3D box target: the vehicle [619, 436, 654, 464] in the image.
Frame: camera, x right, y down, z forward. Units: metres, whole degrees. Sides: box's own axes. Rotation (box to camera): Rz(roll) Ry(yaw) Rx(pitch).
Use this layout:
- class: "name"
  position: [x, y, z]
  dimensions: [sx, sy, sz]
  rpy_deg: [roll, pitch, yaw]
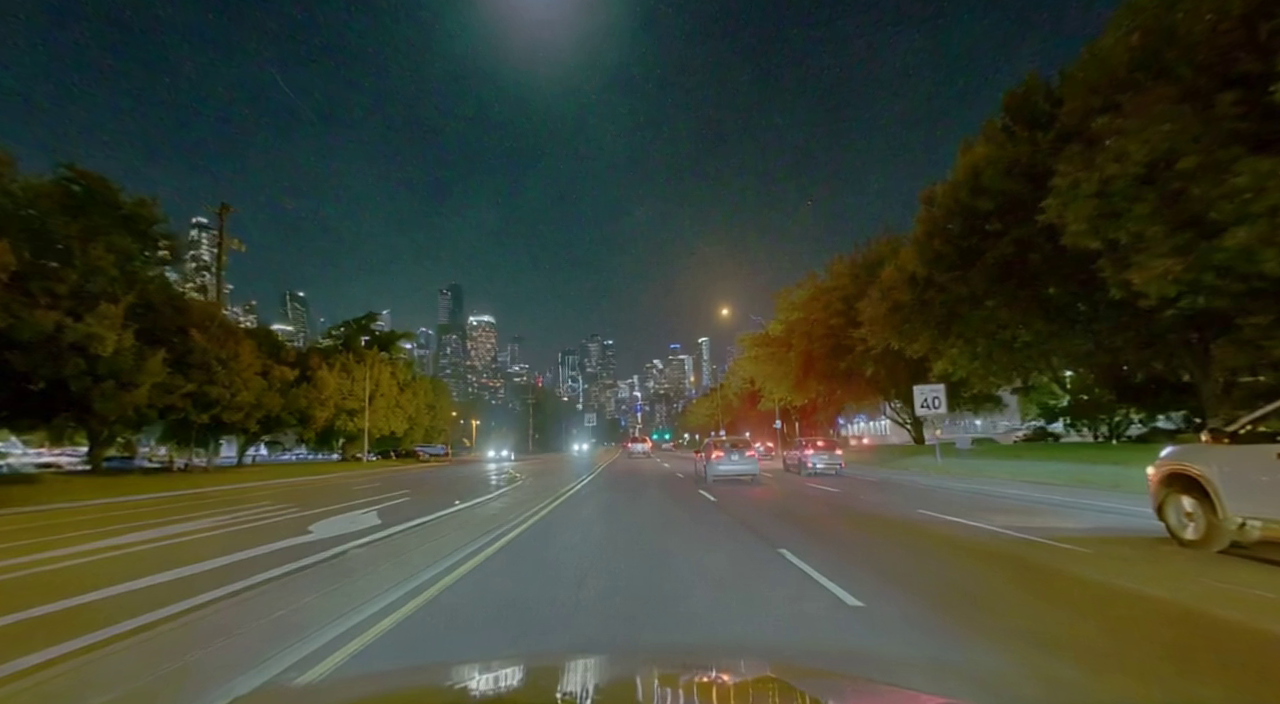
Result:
- class: "vehicle"
  position: [-0.254, 6.252, 40.493]
  dimensions: [2.132, 1.693, 3.819]
  rpy_deg: [0, -8, -1]

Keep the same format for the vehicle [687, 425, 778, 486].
- class: "vehicle"
  position: [2.948, 3.444, 21.289]
  dimensions: [2.227, 1.794, 4.457]
  rpy_deg: [0, -8, -2]

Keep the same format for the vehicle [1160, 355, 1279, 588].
- class: "vehicle"
  position: [7.209, 0.865, 4.232]
  dimensions: [2.429, 2.142, 5.731]
  rpy_deg: [0, -8, -1]

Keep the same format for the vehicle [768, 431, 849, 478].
- class: "vehicle"
  position: [6.691, 4.122, 25.574]
  dimensions: [2.025, 1.719, 4.161]
  rpy_deg: [0, -8, -1]
